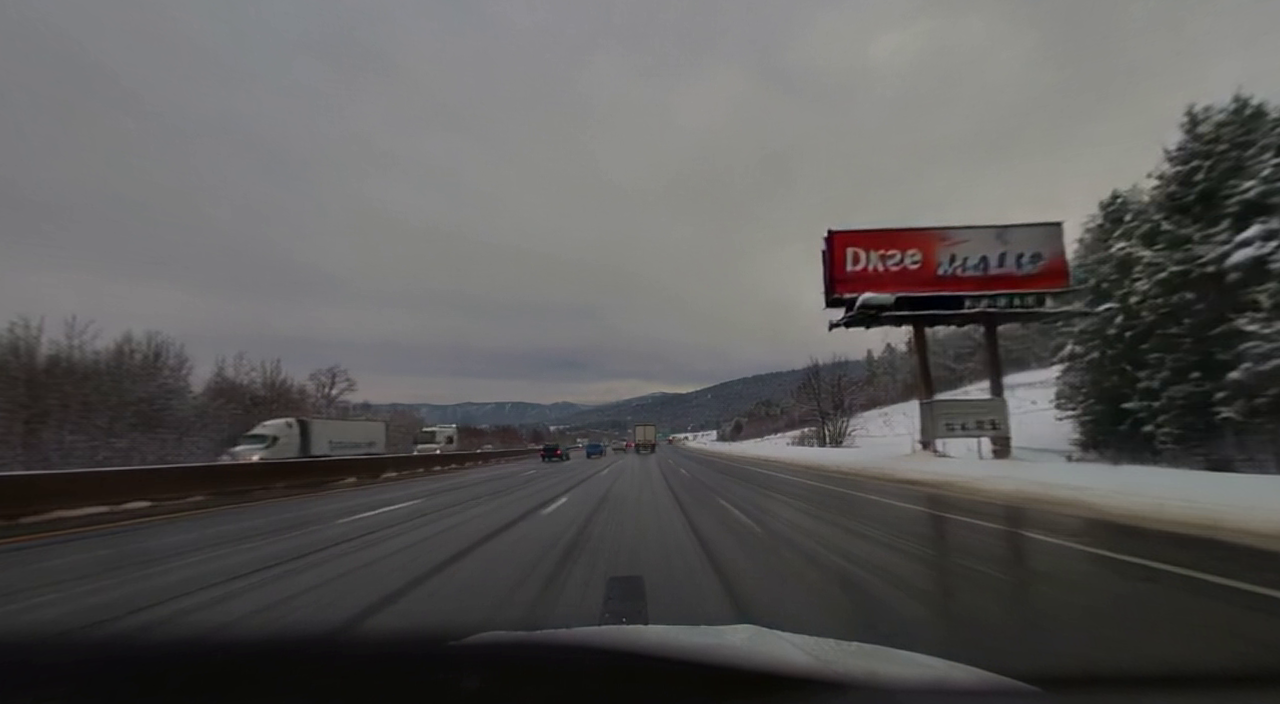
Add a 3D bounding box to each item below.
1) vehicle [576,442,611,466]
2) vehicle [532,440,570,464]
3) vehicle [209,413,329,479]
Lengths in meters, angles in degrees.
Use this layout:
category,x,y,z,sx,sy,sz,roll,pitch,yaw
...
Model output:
category,x,y,z,sx,sy,sz,roll,pitch,yaw
vehicle,-3.160,7.067,43.859,2.042,1.532,4.396,0,-8,0
vehicle,-6.679,7.521,47.738,2.062,1.708,4.458,0,-8,2
vehicle,-24.712,6.338,42.736,3.008,4.009,8.243,0,-8,0
